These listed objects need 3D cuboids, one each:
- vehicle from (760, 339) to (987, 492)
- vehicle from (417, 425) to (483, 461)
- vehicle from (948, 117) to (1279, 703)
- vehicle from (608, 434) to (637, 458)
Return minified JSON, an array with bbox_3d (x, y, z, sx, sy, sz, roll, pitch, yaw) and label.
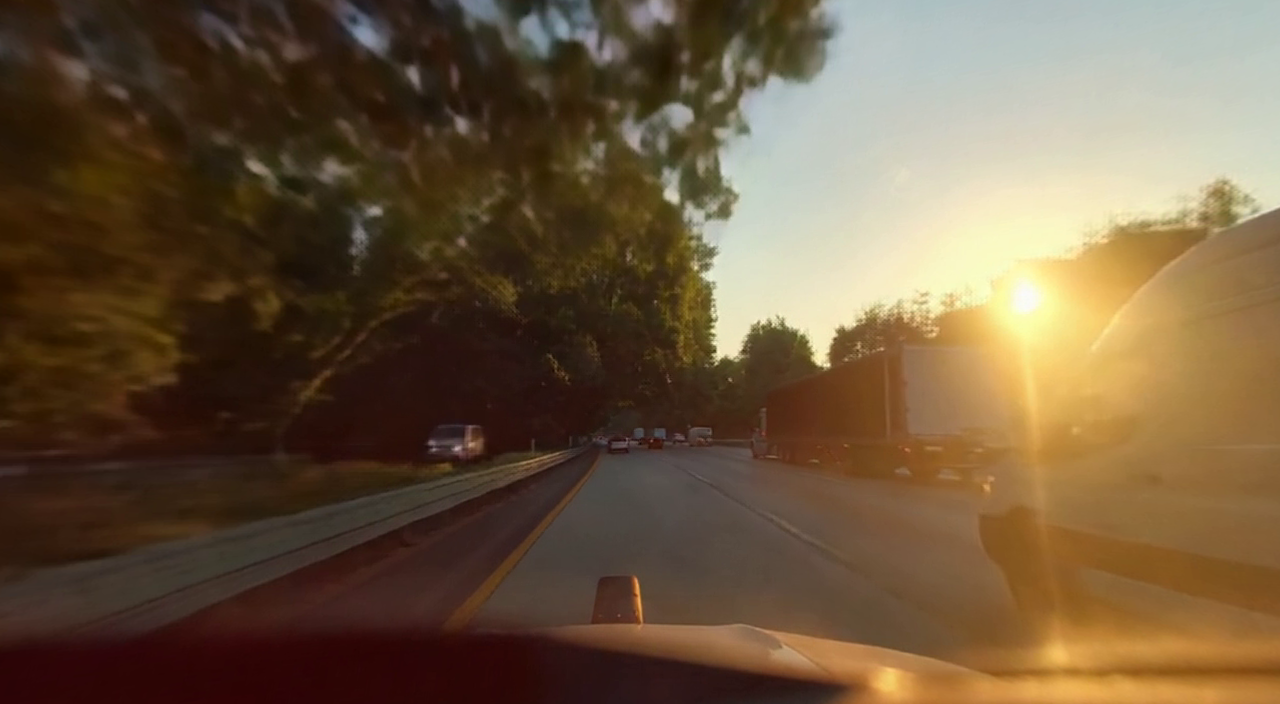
[{"bbox_3d":[7.584,2.630,23.999,2.888,4.093,14.227,0,-8,-1],"label":"vehicle"},{"bbox_3d":[-9.325,4.496,31.283,2.010,1.653,4.217,0,-8,-1],"label":"vehicle"},{"bbox_3d":[3.503,0.363,1.704,2.436,2.521,5.409,0,-8,-2],"label":"vehicle"},{"bbox_3d":[-1.360,7.049,47.547,2.088,1.671,4.068,0,-8,-2],"label":"vehicle"}]
